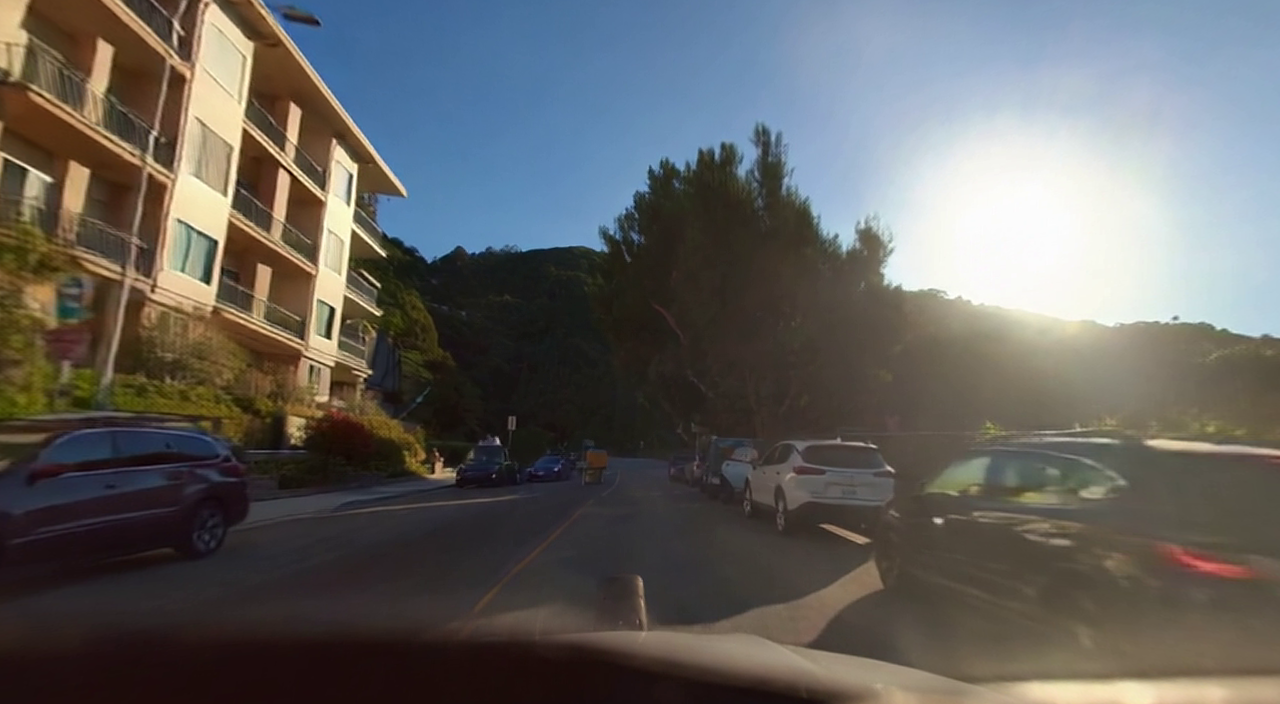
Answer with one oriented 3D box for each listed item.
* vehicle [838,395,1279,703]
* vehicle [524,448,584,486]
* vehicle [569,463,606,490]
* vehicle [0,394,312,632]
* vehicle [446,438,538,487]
[{"bbox_3d":[3.229,1.306,4.721,1.926,1.602,4.433,0,-9,-1],"label":"vehicle"},{"bbox_3d":[-3.619,4.940,27.350,1.856,1.474,4.522,0,-9,1],"label":"vehicle"},{"bbox_3d":[-3.384,8.273,41.547,2.102,1.621,4.627,0,-13,-1],"label":"vehicle"},{"bbox_3d":[-6.170,1.505,6.577,2.374,1.843,5.638,0,-9,1],"label":"vehicle"},{"bbox_3d":[-6.429,4.885,28.227,2.692,1.949,5.948,0,-9,0],"label":"vehicle"}]
